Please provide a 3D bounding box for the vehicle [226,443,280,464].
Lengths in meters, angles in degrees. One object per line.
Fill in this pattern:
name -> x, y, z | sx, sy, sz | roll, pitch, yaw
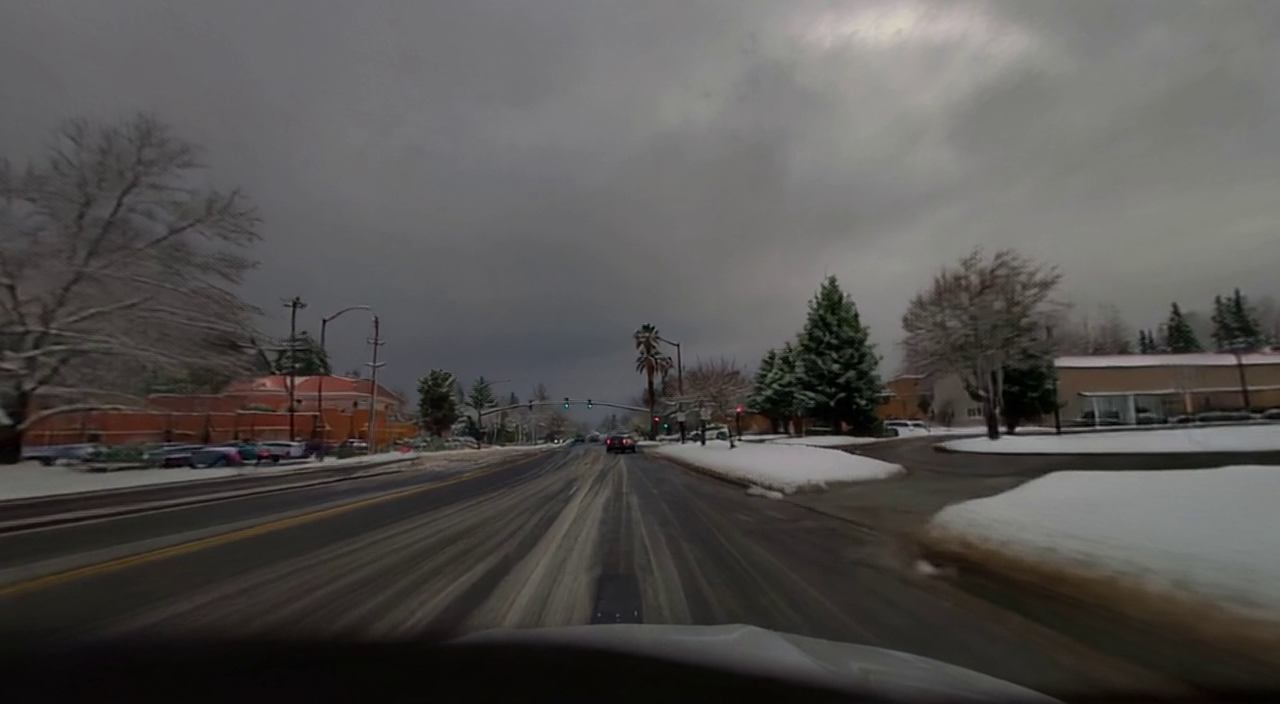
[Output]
vehicle -> -30.204, 7.909, 49.412 | 1.812, 1.585, 3.938 | 0, -8, -3

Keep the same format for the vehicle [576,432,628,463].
vehicle -> -1.940, 5.070, 33.465 | 2.060, 1.526, 3.859 | -1, -8, 7

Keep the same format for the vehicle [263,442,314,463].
vehicle -> -27.691, 7.878, 49.853 | 1.816, 1.586, 3.958 | 0, -8, -2

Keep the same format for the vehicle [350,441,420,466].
vehicle -> -16.141, 6.382, 39.916 | 4.784, 1.487, 1.903 | -6, -10, 37

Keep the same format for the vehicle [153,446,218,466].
vehicle -> -35.718, 8.143, 49.796 | 1.940, 1.474, 4.384 | 0, -8, -2
